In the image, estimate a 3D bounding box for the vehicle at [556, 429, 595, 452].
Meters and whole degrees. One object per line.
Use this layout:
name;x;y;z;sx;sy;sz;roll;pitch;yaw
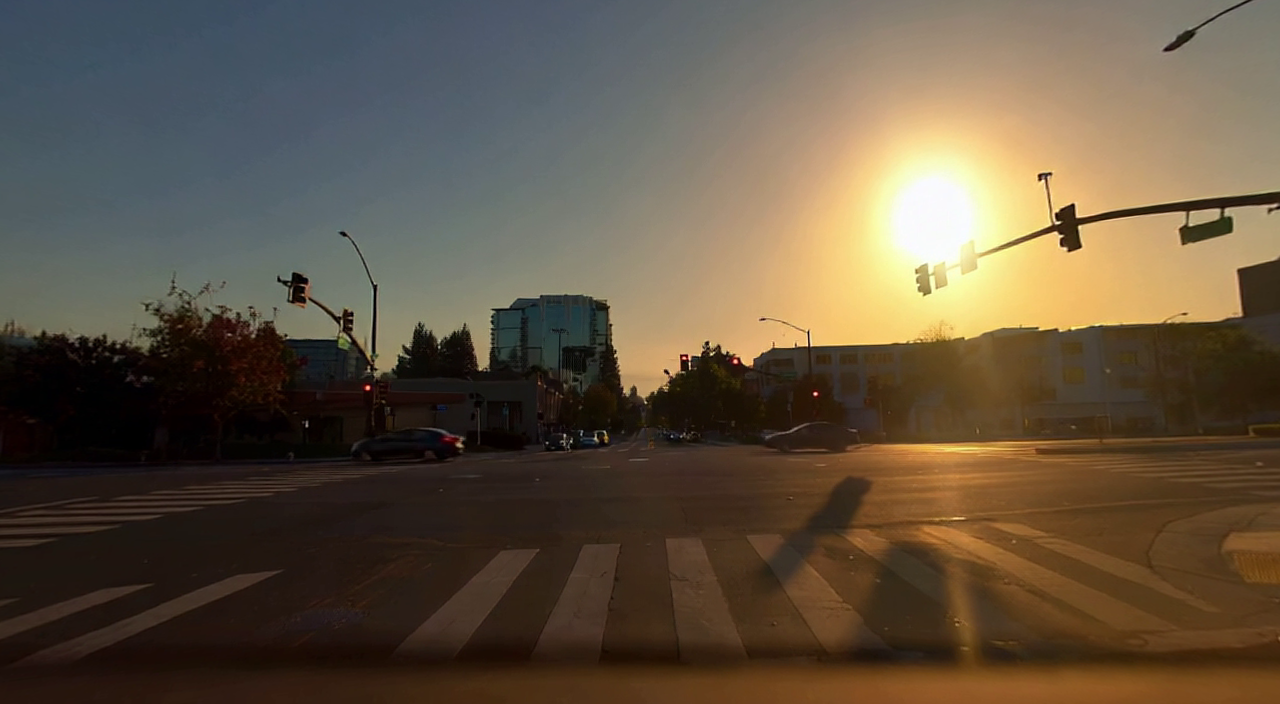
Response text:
vehicle;-4.388;6.168;43.773;1.919;1.467;4.086;-1;-9;5

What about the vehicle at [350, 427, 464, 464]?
vehicle;-10.235;4.137;27.999;4.407;1.569;1.859;1;-9;-8

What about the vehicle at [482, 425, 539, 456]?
vehicle;-8.298;5.741;40.899;2.000;1.864;5.044;-1;-9;8

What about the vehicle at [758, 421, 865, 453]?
vehicle;8.135;4.080;30.113;4.510;1.431;1.884;1;-9;-8
